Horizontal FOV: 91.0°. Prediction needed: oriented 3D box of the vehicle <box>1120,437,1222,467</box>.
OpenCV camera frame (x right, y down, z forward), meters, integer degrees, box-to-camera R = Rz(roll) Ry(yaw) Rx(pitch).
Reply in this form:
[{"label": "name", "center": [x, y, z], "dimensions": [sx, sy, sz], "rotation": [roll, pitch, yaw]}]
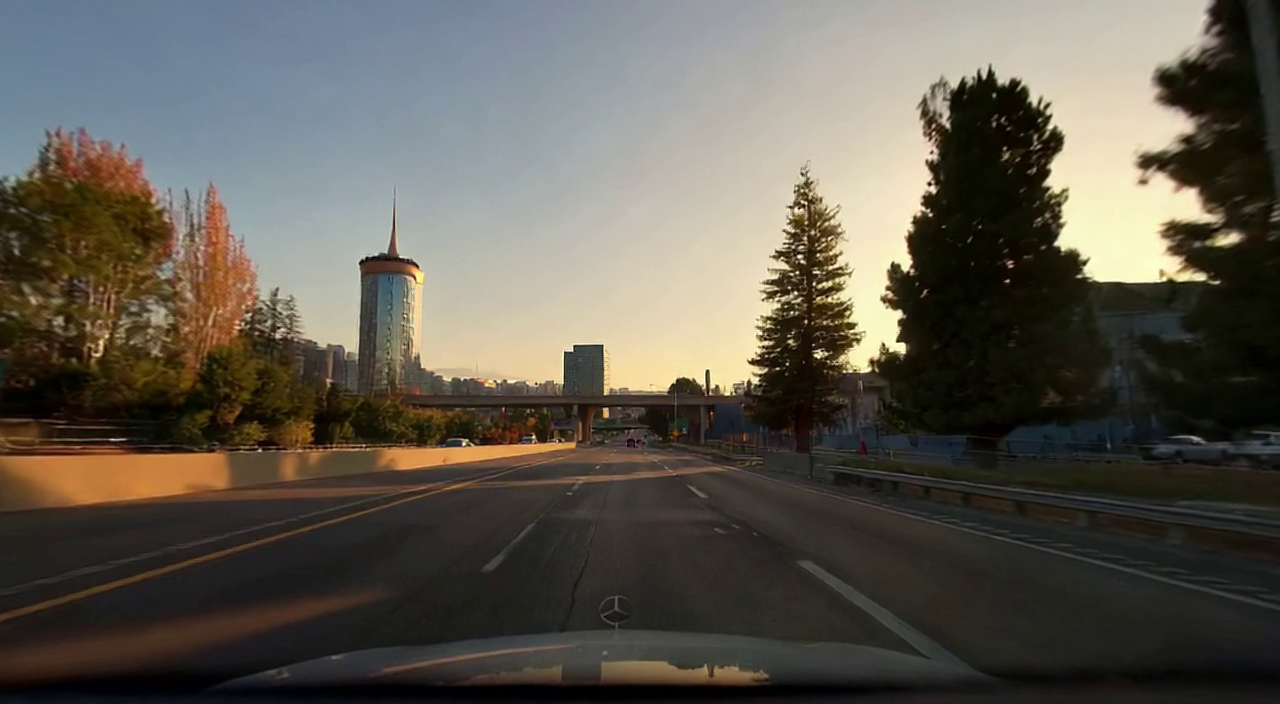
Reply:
[{"label": "vehicle", "center": [32.093, 6.032, 38.198], "dimensions": [1.897, 1.668, 4.280], "rotation": [1, -8, -14]}]
